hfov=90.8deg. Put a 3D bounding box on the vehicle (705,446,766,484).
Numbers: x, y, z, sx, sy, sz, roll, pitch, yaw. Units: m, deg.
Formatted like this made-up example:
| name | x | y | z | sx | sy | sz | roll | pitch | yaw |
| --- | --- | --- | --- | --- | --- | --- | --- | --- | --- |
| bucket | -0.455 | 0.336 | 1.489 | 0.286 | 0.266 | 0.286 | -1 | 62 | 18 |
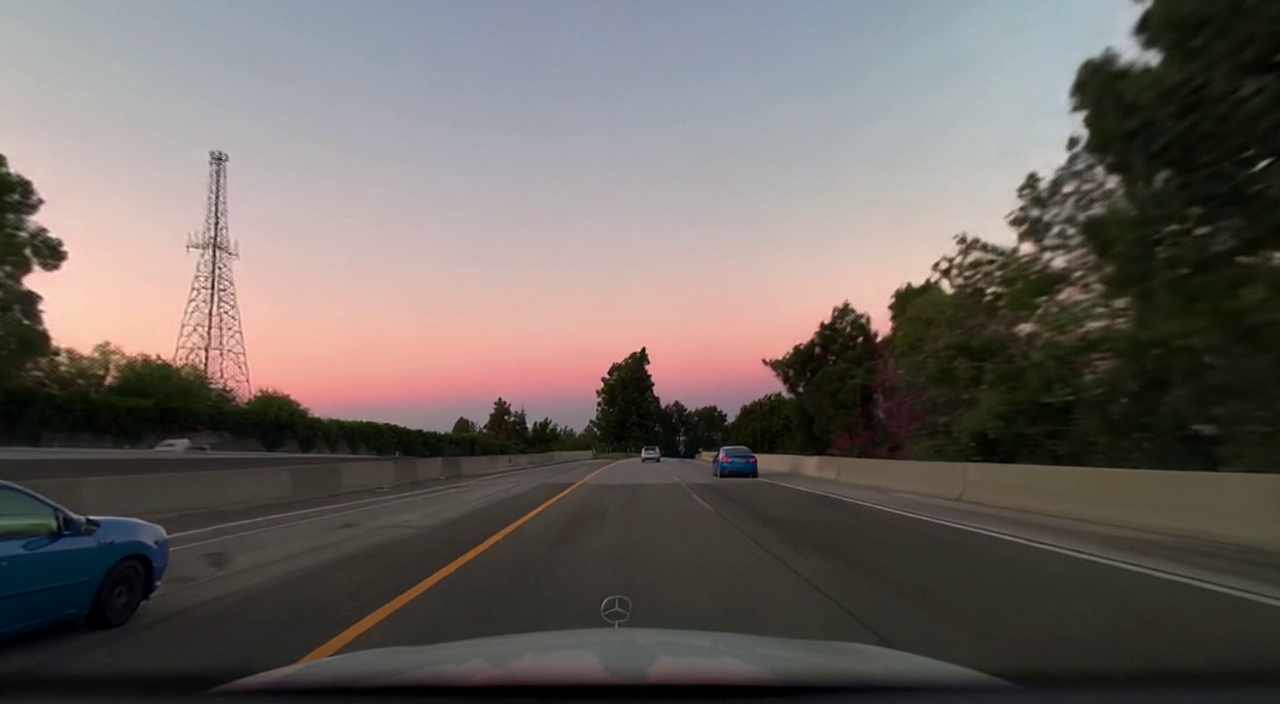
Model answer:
| name | x | y | z | sx | sy | sz | roll | pitch | yaw |
| --- | --- | --- | --- | --- | --- | --- | --- | --- | --- |
| vehicle | 4.164 | 4.973 | 28.138 | 2.030 | 1.526 | 4.165 | 0 | -8 | 0 |
